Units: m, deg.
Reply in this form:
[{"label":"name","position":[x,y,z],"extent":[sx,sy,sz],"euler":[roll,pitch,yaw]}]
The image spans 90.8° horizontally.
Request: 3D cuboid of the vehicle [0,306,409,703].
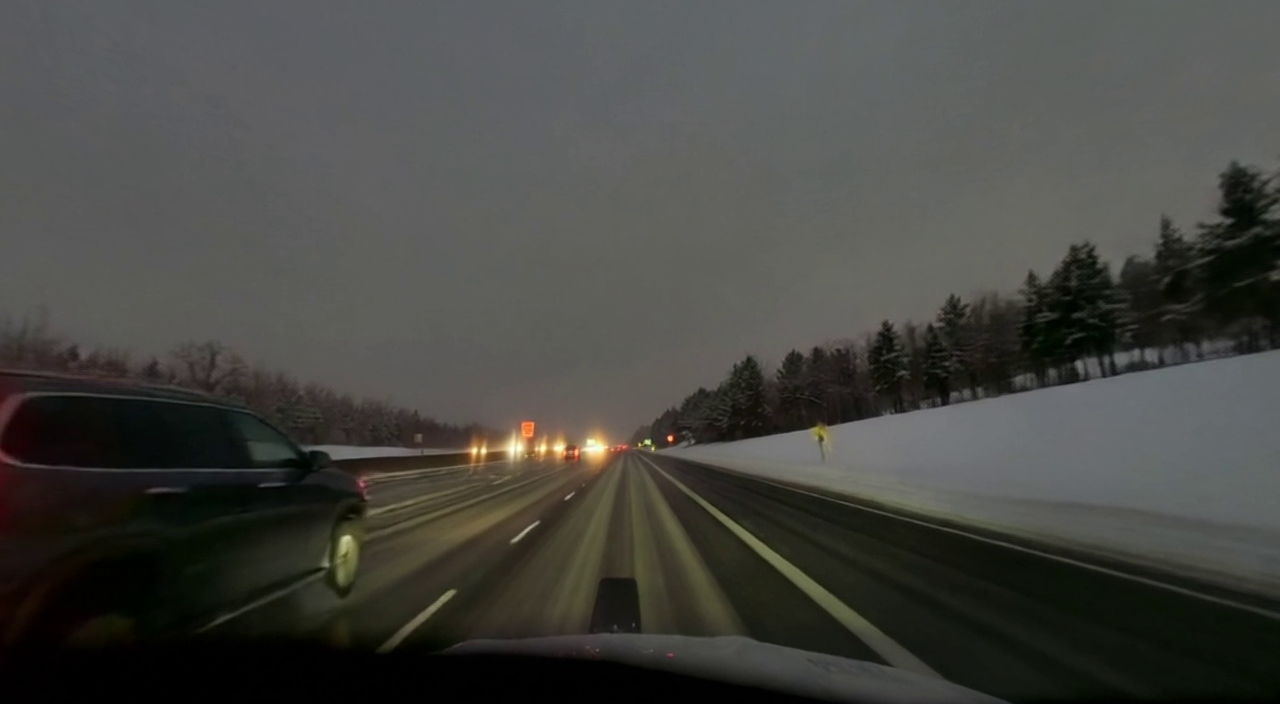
[{"label":"vehicle","position":[-3.056,0.915,3.212],"extent":[2.103,1.715,4.371],"euler":[0,-9,0]}]
